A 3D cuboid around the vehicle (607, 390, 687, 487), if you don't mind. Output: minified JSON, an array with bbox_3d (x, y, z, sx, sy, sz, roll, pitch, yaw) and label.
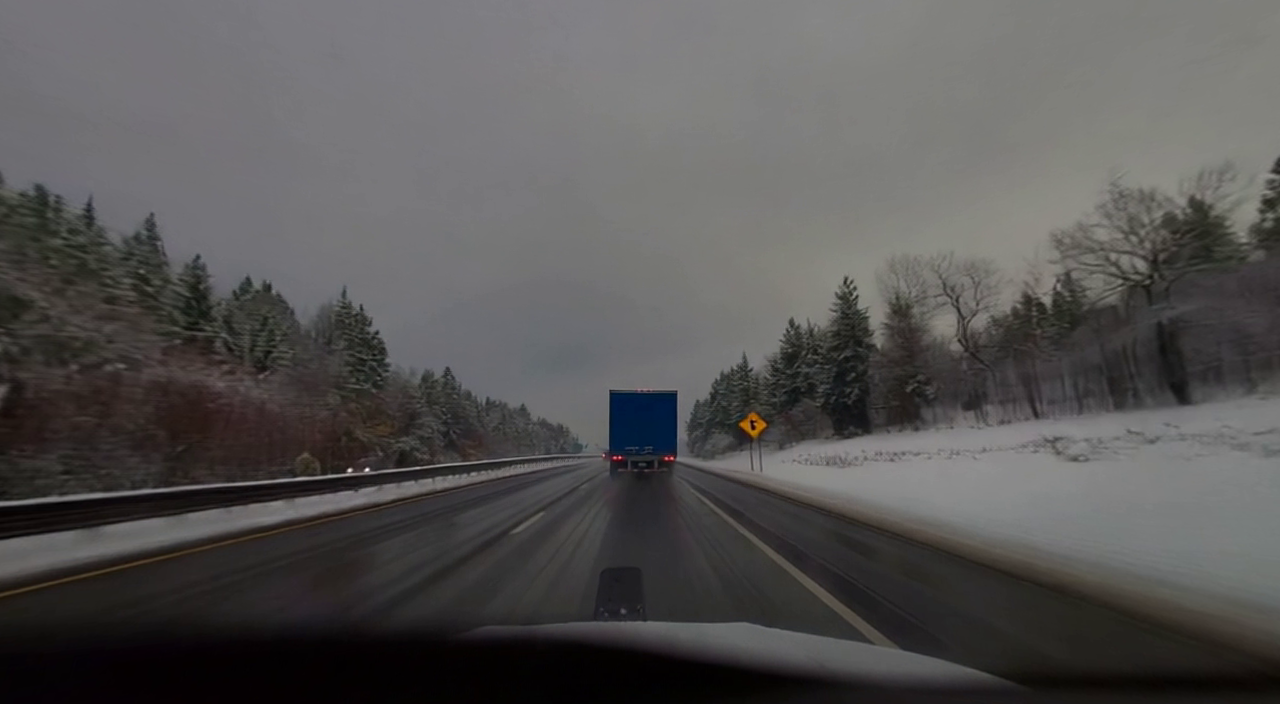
[{"bbox_3d":[0.098,3.826,27.388,2.913,3.530,8.648,0,-9,-2],"label":"vehicle"}]
